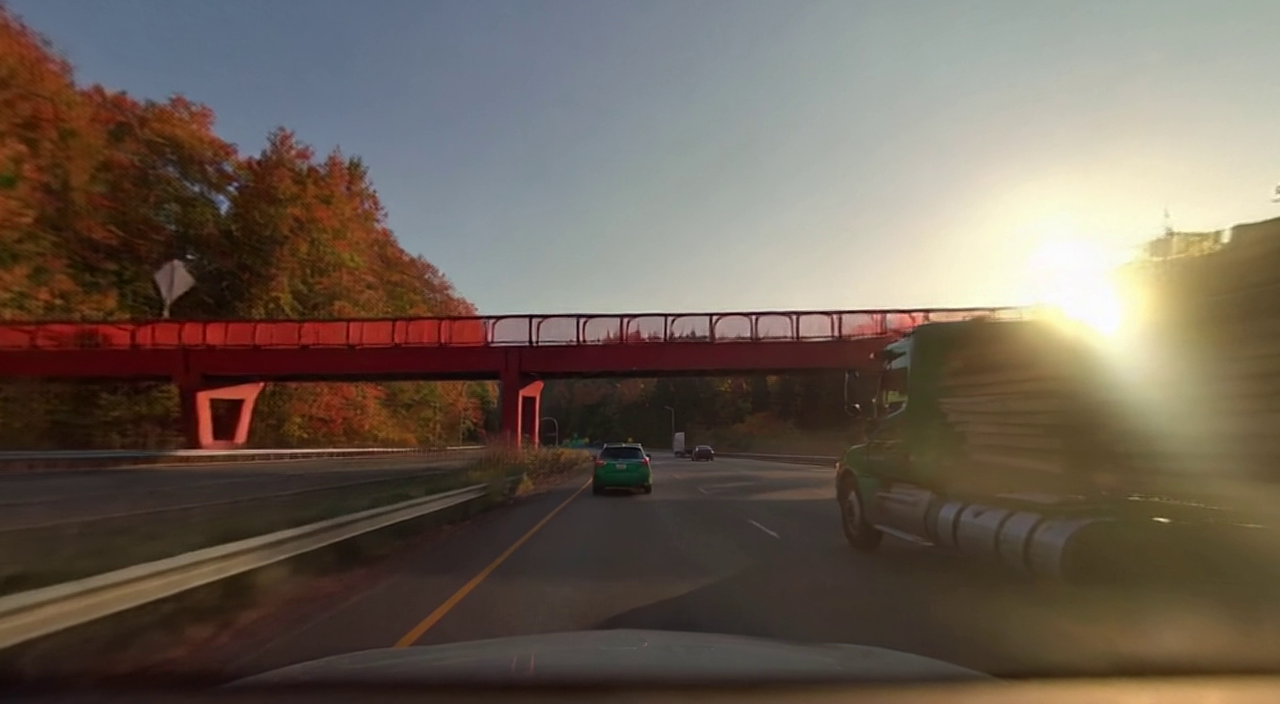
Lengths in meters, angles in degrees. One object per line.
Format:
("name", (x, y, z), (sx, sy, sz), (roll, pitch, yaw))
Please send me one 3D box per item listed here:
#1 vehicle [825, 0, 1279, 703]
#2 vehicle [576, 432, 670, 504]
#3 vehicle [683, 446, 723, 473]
("vehicle", (4.258, -0.030, 4.394), (2.992, 3.920, 8.831), (0, -9, -1))
("vehicle", (-0.440, 3.107, 17.132), (2.259, 1.699, 4.015), (0, -9, -1))
("vehicle", (3.734, 6.418, 37.685), (1.894, 1.487, 3.751), (0, -9, -2))
